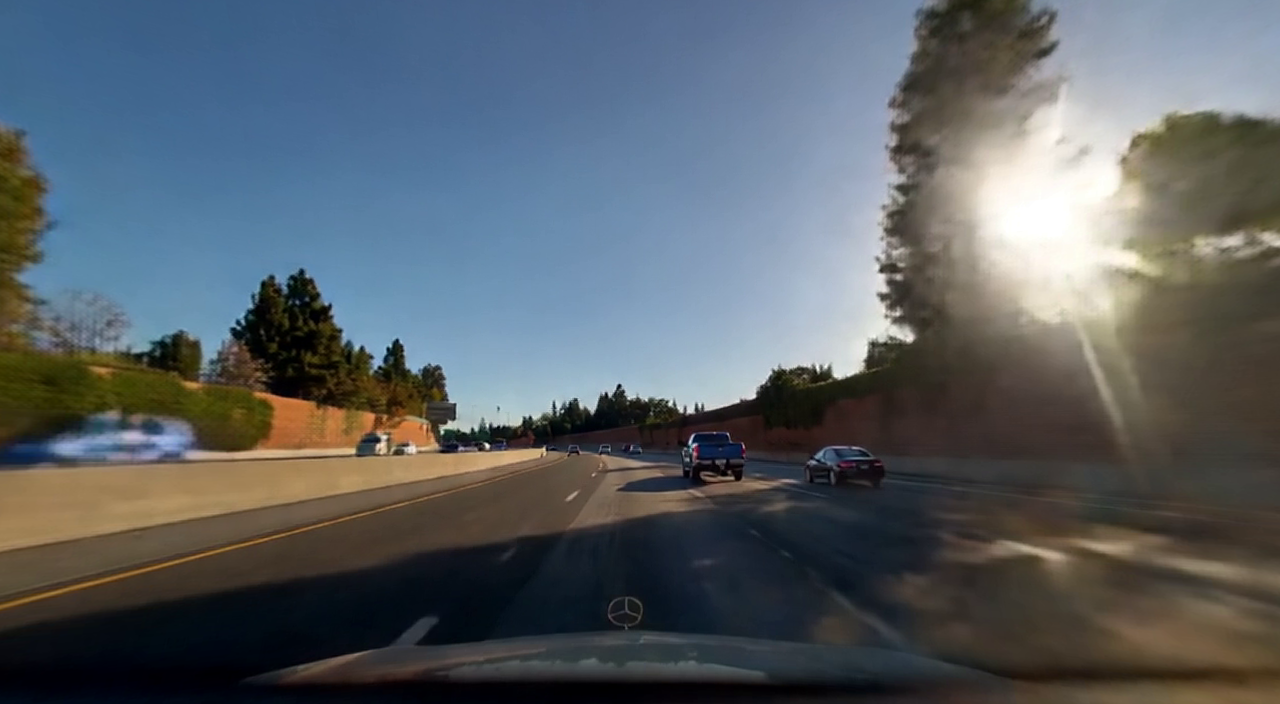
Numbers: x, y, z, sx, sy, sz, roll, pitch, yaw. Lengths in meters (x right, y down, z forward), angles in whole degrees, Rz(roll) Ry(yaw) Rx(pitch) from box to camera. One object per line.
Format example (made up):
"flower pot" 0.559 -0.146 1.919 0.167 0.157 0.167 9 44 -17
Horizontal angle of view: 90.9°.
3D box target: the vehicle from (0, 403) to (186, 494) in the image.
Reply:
"vehicle" -14.293 2.336 15.282 2.330 1.837 5.815 0 -8 -1

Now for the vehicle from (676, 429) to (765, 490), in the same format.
"vehicle" 2.818 3.946 23.553 2.374 1.952 5.431 0 -8 -2

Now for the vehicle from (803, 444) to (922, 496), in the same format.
"vehicle" 7.200 3.837 21.083 1.976 1.485 4.925 0 -8 -3

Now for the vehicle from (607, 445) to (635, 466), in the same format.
"vehicle" -1.561 8.062 49.327 2.050 1.607 3.821 0 -8 -4
